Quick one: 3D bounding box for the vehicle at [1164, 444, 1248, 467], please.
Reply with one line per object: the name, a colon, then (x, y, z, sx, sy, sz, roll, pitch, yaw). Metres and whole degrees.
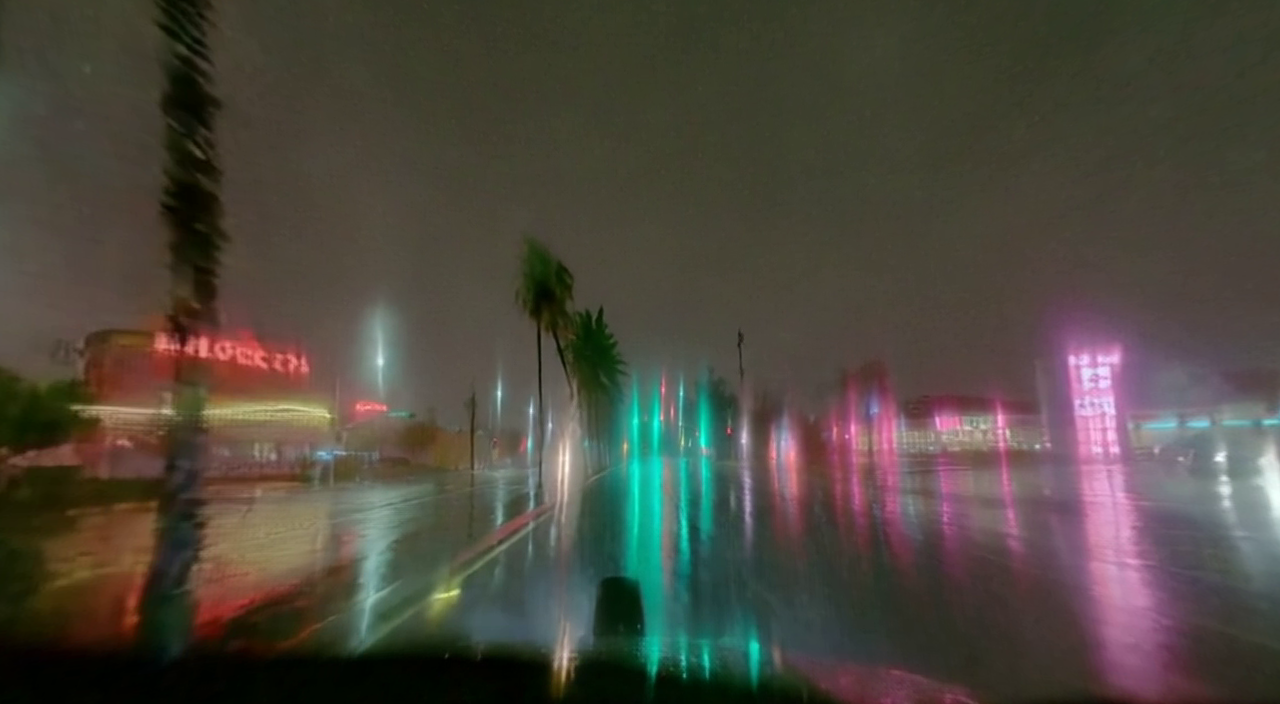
vehicle: (37.119, 6.776, 41.568, 1.666, 1.432, 4.085, 0, -8, -1)
